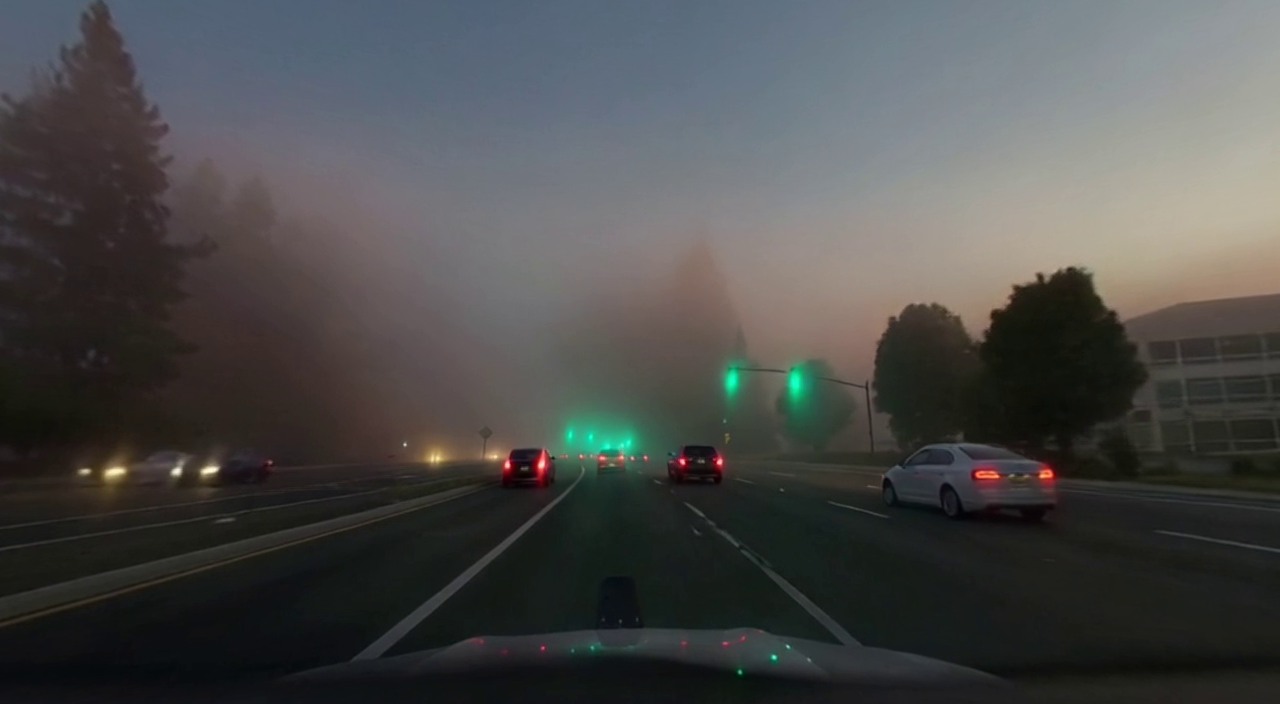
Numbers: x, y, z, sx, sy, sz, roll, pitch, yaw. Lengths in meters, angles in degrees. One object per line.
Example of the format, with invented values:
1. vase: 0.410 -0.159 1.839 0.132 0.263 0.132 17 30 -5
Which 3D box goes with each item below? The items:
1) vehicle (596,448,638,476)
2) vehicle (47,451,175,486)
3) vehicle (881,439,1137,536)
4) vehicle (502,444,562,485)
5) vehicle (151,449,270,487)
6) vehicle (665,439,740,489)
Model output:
1. vehicle: -1.380 6.251 36.236 2.155 1.486 4.403 1 -8 -5
2. vehicle: -25.004 5.512 30.157 2.016 1.475 4.706 0 -8 0
3. vehicle: 6.301 2.330 11.540 1.945 1.408 4.288 0 -8 -3
4. vehicle: -4.791 5.027 28.621 2.172 1.671 4.175 0 -8 -3
5. vehicle: -18.548 4.990 27.638 1.918 1.469 4.780 0 -8 -1
6. vehicle: 2.271 4.230 24.253 2.161 1.716 4.194 0 -8 -4
